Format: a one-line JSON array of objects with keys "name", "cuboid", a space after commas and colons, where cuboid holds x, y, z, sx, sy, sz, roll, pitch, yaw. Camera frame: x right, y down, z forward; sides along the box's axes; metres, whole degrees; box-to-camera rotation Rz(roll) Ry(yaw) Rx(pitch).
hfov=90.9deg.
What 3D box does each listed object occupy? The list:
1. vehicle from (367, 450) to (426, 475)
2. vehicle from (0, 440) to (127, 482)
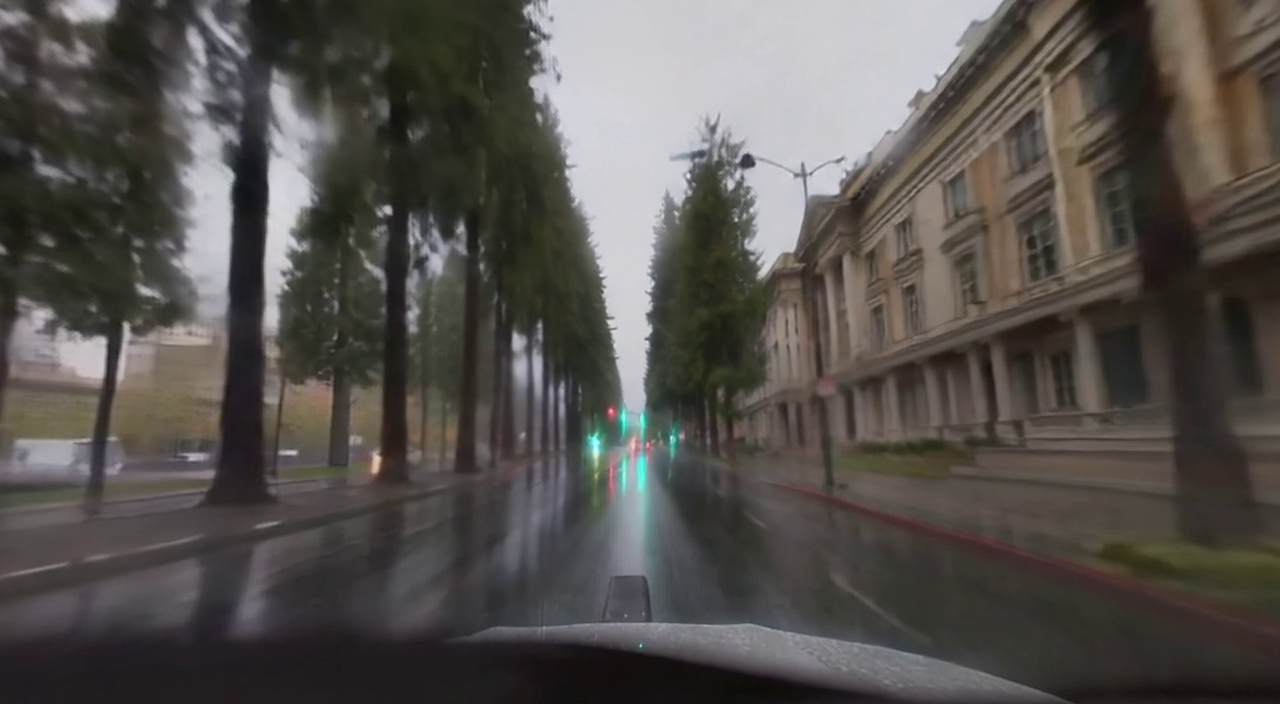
[{"name": "vehicle", "cuboid": [-15.887, 7.232, 41.369, 1.872, 1.490, 4.810, -1, -9, 1]}, {"name": "vehicle", "cuboid": [-36.482, 6.699, 39.057, 2.132, 2.424, 6.702, -6, -10, 31]}]
